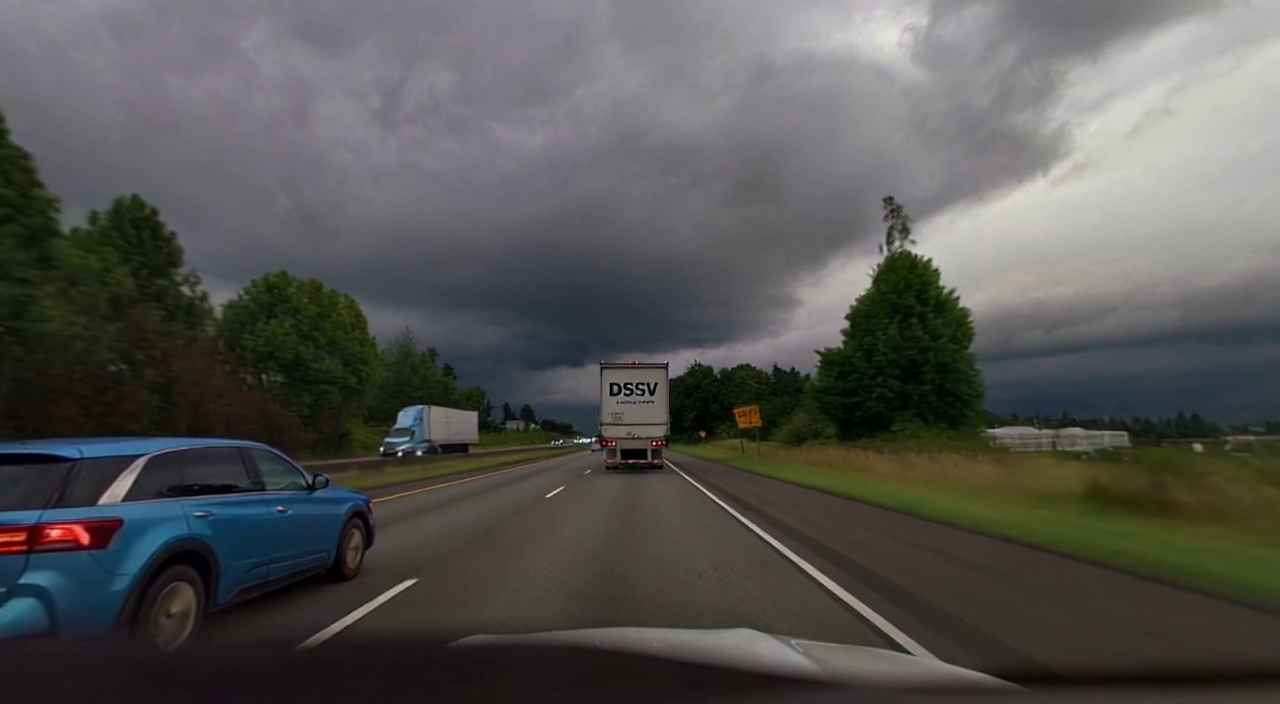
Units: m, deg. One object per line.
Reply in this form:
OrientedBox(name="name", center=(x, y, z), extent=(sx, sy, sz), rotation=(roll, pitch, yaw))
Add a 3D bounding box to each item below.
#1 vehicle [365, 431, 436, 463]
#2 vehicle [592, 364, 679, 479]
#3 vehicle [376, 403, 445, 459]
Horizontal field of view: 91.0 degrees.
OrientedBox(name="vehicle", center=(-12.956, 5.191, 34.429), extent=(2.030, 1.625, 4.658), rotation=(0, -8, 0))
OrientedBox(name="vehicle", center=(-0.328, 3.102, 26.836), extent=(2.969, 3.957, 10.270), rotation=(0, -8, -2))
OrientedBox(name="vehicle", center=(-17.332, 6.070, 47.992), extent=(2.998, 4.020, 5.794), rotation=(0, -8, -1))
